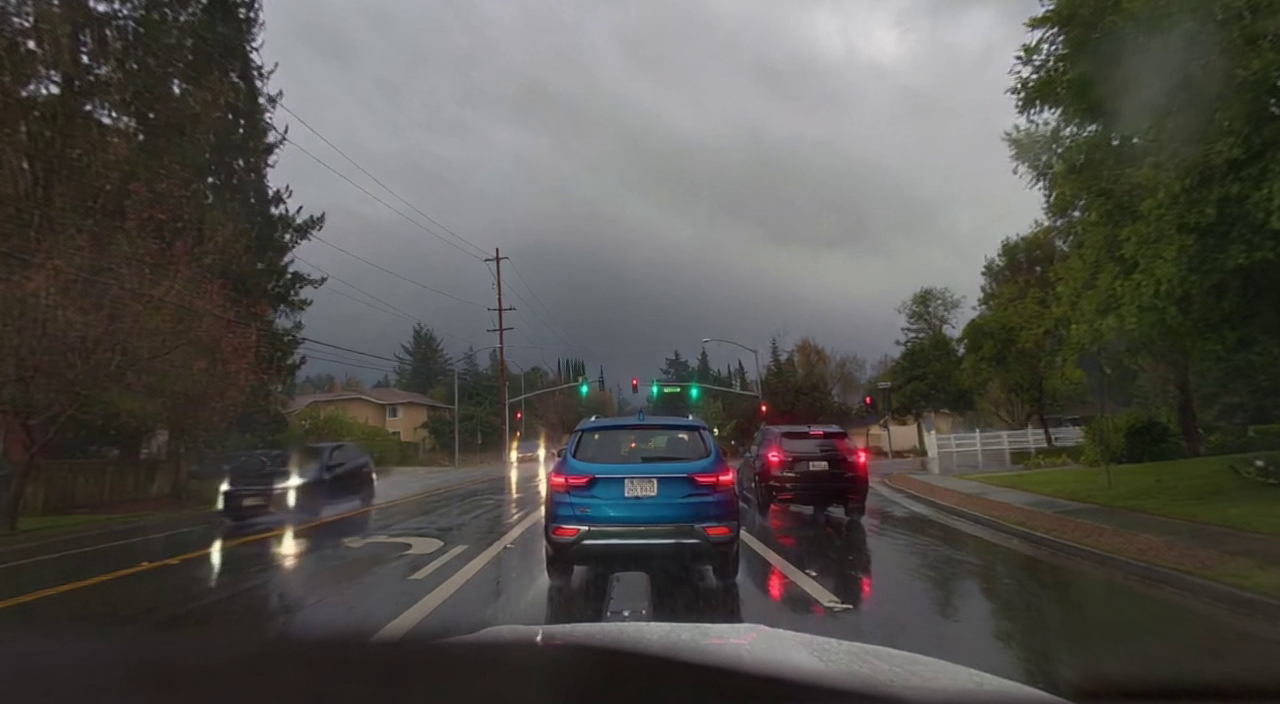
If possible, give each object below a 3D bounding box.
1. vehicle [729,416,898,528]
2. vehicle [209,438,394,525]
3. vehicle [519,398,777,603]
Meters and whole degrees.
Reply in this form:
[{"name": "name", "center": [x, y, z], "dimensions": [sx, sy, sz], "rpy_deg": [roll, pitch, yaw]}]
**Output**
[{"name": "vehicle", "center": [3.069, 2.220, 12.205], "dimensions": [1.967, 1.756, 4.281], "rpy_deg": [0, -8, -1]}, {"name": "vehicle", "center": [-7.400, 2.825, 14.327], "dimensions": [1.985, 1.672, 3.960], "rpy_deg": [0, -8, 0]}, {"name": "vehicle", "center": [0.054, 1.541, 7.393], "dimensions": [2.151, 1.695, 4.100], "rpy_deg": [0, -8, 0]}]
